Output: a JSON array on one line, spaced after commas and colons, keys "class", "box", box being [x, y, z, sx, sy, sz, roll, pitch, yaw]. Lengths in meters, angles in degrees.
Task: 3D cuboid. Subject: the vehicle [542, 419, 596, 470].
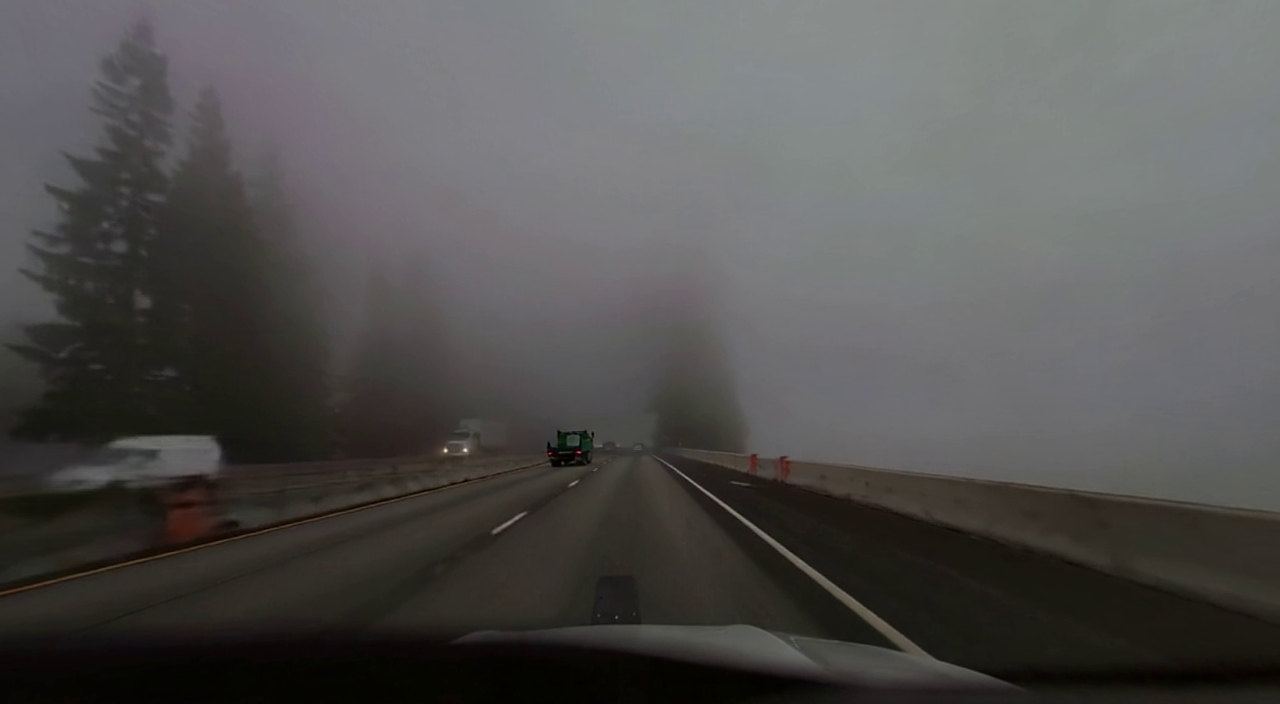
[{"class": "vehicle", "box": [-3.923, 5.238, 35.848, 2.484, 2.625, 5.907, 0, -8, -1]}]
